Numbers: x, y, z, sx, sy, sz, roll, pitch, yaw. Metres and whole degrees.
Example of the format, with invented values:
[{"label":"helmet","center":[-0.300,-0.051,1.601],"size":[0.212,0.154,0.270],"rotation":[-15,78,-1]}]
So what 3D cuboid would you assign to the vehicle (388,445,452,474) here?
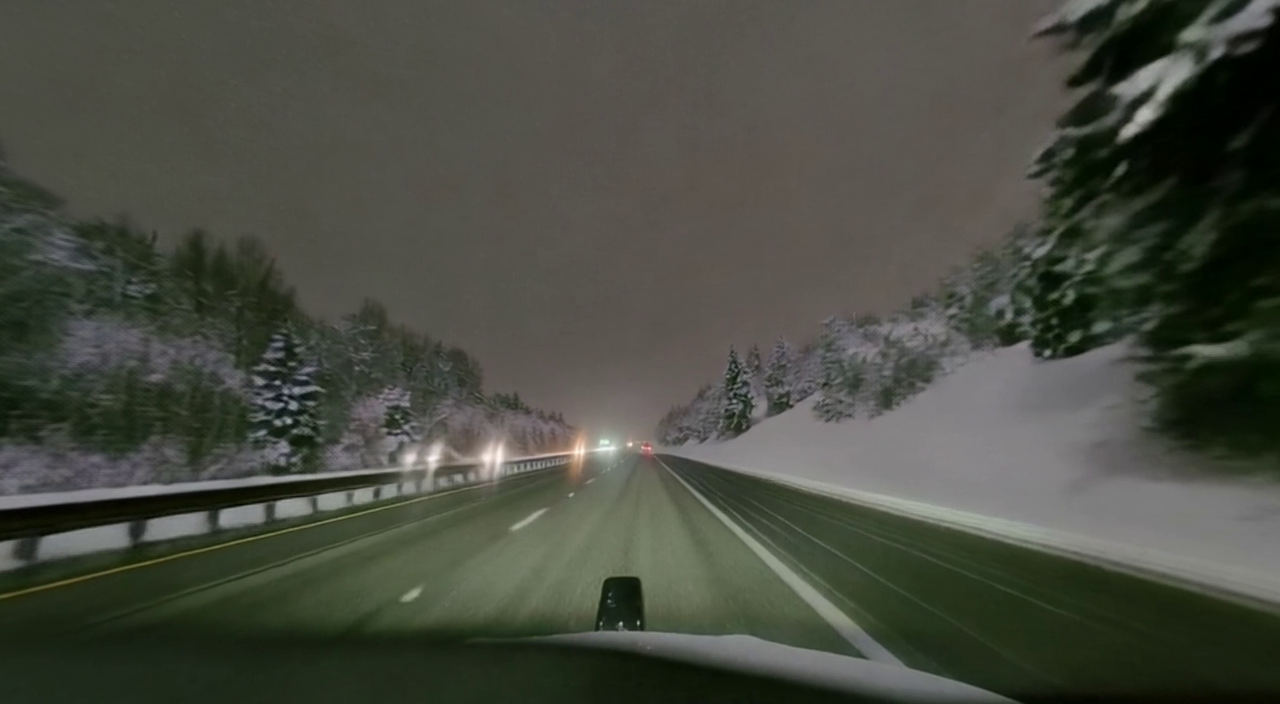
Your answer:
[{"label":"vehicle","center":[-13.103,6.431,37.850],"size":[2.080,1.583,4.614],"rotation":[0,-9,1]}]
